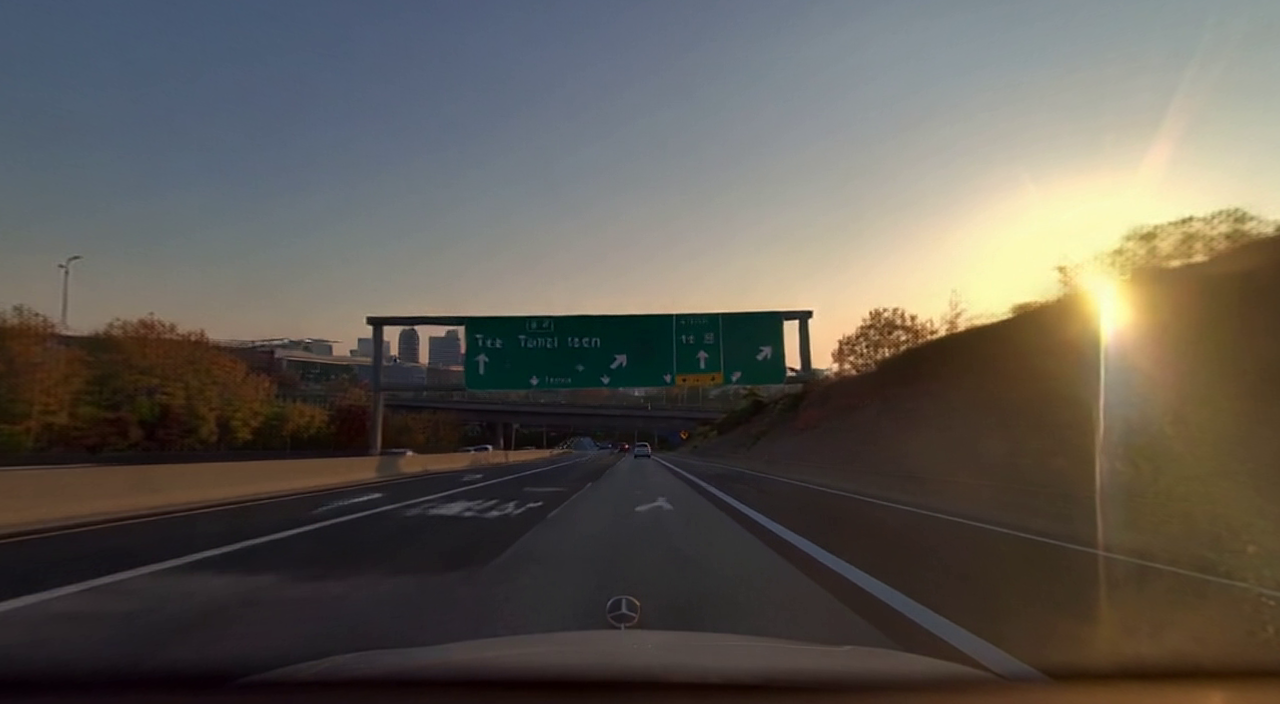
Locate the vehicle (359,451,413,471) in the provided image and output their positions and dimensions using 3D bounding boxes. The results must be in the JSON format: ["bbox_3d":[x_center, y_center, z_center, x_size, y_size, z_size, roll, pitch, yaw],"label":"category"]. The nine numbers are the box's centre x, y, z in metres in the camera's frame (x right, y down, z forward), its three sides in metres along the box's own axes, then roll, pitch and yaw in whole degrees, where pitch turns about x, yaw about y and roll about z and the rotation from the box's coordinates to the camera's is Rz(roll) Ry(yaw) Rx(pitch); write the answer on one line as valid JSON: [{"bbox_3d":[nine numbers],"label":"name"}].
[{"bbox_3d":[-18.317,7.844,45.739,2.133,1.364,4.258,0,-9,1],"label":"vehicle"}]
